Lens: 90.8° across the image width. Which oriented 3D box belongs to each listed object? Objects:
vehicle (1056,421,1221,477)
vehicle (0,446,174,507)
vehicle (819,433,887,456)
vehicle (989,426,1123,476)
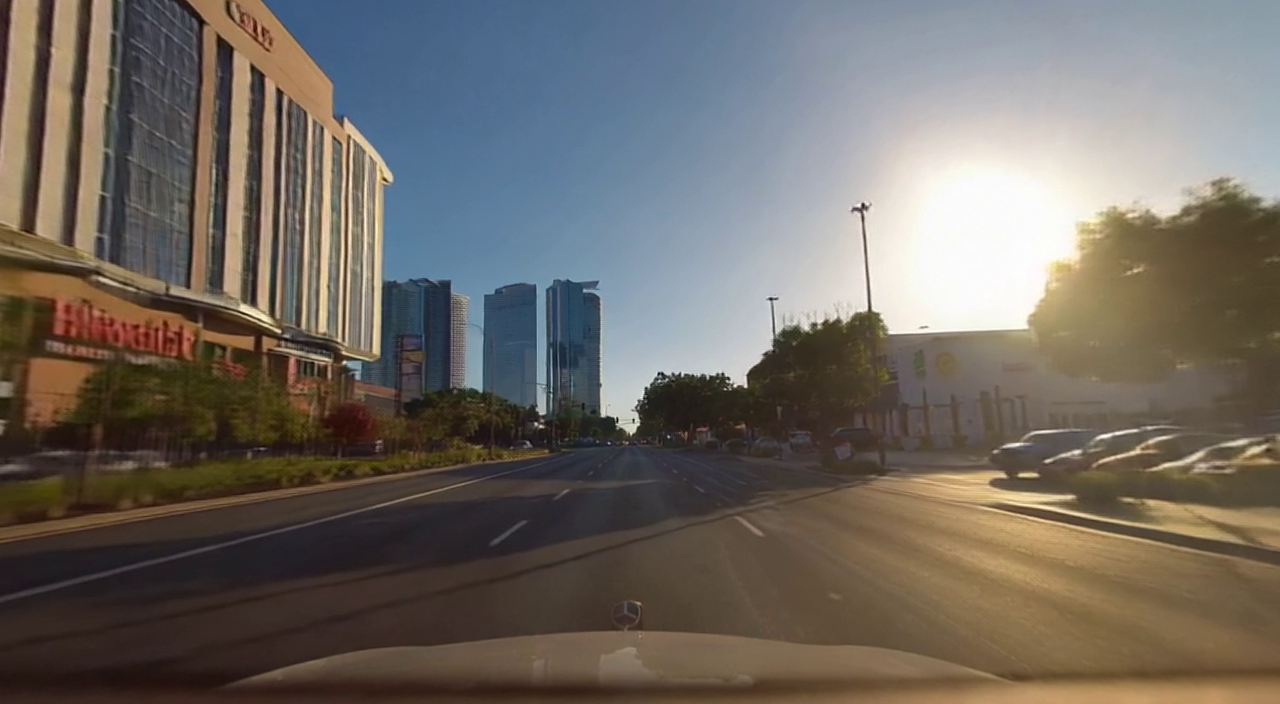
[{"bbox_3d":[17.964,3.533,23.171,1.995,1.793,4.956,0,-8,0],"label":"vehicle"},{"bbox_3d":[-15.898,3.449,18.055,1.872,1.505,4.296,0,-8,0],"label":"vehicle"},{"bbox_3d":[16.796,7.341,49.962,4.634,1.745,1.893,0,-8,0],"label":"vehicle"},{"bbox_3d":[15.310,3.671,23.646,1.881,1.664,4.658,0,-8,1],"label":"vehicle"}]
